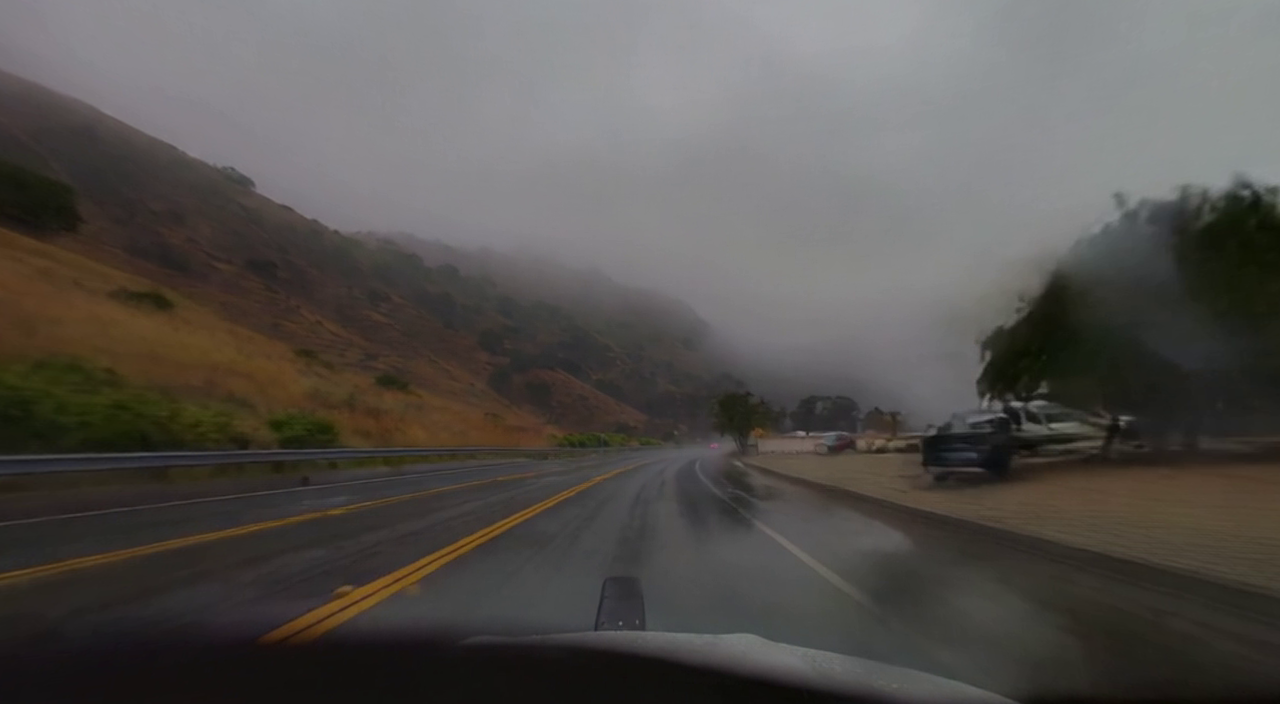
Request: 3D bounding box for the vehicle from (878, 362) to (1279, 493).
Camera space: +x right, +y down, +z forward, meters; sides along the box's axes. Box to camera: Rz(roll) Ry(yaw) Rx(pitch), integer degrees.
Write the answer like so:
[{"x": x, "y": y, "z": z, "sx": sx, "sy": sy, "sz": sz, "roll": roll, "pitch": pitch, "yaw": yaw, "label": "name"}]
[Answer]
[{"x": 8.365, "y": 1.678, "z": 12.507, "sx": 2.216, "sy": 1.887, "sz": 6.388, "roll": 2, "pitch": -12, "yaw": -39, "label": "vehicle"}]
